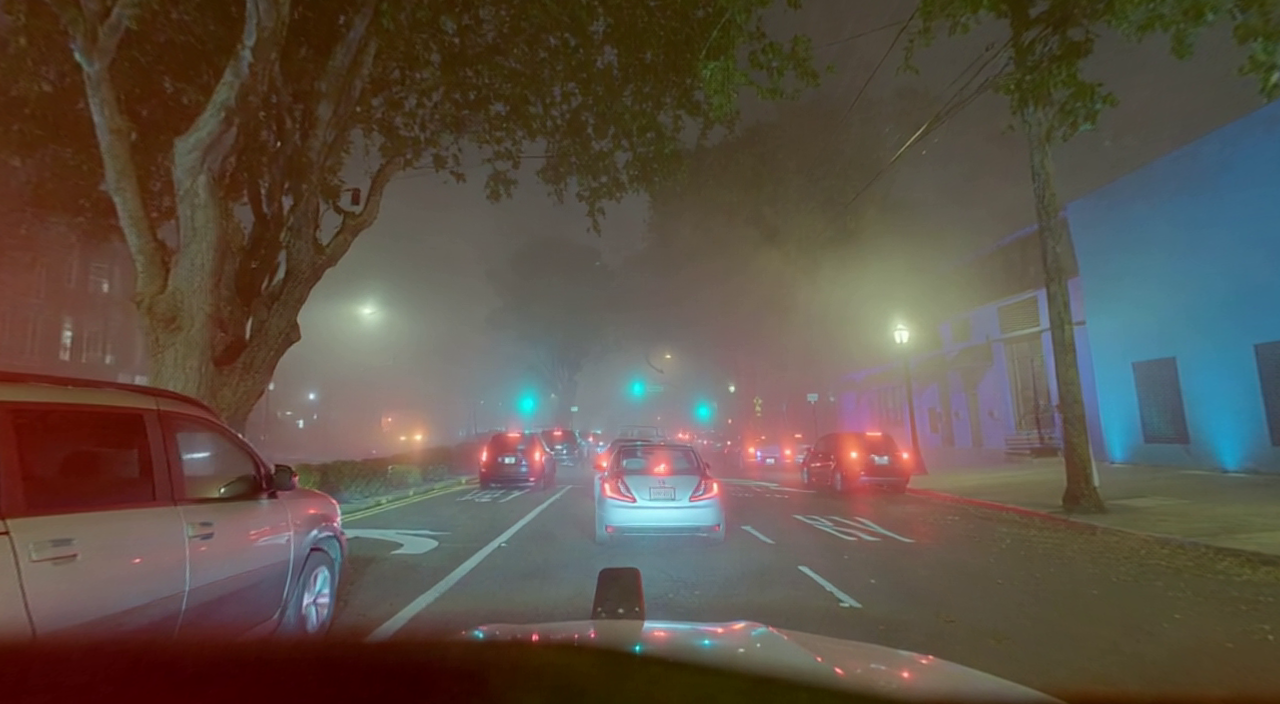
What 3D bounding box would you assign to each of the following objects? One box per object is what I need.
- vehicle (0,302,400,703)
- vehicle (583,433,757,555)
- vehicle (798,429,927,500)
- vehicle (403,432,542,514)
[{"bbox_3d":[-3.270,0.927,3.380,2.152,1.802,4.628,0,-9,0],"label":"vehicle"},{"bbox_3d":[0.273,1.995,9.578,2.095,1.438,3.843,0,-9,-3],"label":"vehicle"},{"bbox_3d":[6.341,3.248,18.686,2.025,1.808,4.579,0,-9,-2],"label":"vehicle"},{"bbox_3d":[-3.511,2.625,14.232,1.901,1.522,4.556,0,-9,0],"label":"vehicle"}]
